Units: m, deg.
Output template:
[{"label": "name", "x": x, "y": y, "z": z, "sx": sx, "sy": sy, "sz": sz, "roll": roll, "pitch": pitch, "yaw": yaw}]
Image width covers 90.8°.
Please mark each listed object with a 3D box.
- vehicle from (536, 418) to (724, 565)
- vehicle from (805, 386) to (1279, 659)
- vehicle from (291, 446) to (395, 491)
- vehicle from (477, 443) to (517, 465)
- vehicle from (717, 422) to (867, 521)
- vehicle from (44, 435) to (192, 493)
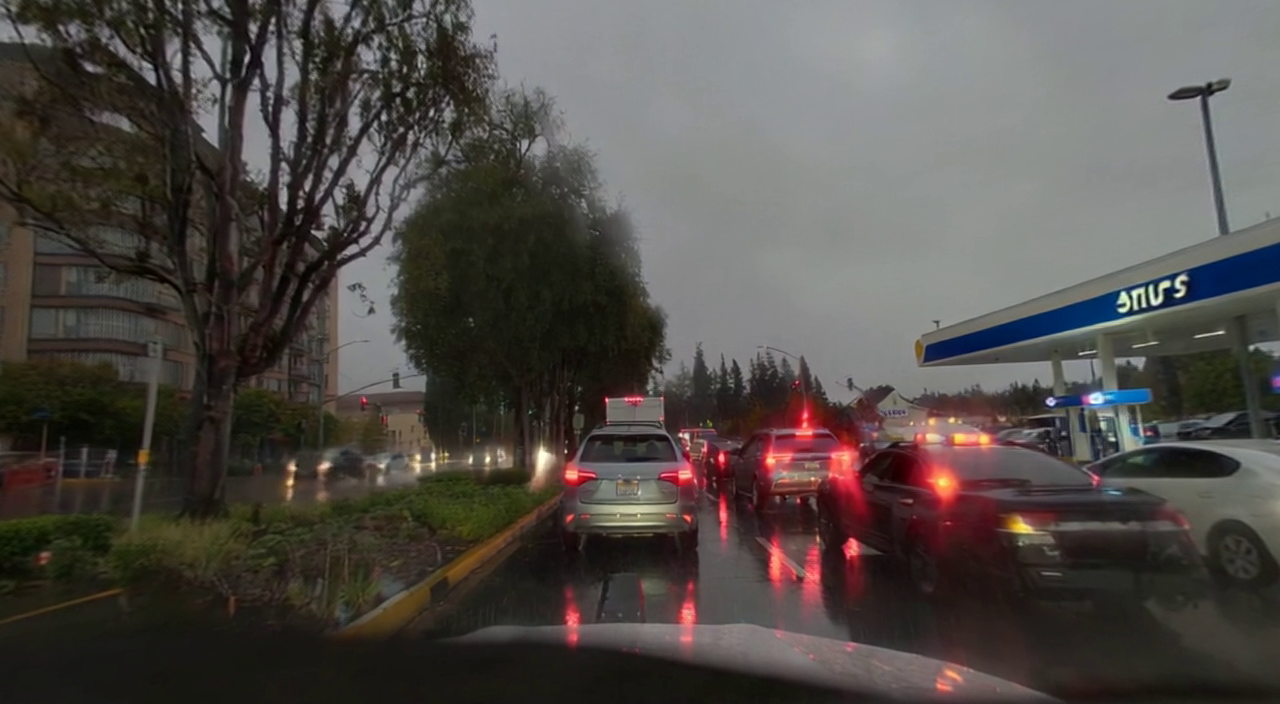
[{"label": "vehicle", "x": -0.161, "y": 1.849, "z": 9.025, "sx": 2.106, "sy": 1.613, "sz": 3.697, "roll": 0, "pitch": -9, "yaw": -1}, {"label": "vehicle", "x": 3.361, "y": 1.397, "z": 6.273, "sx": 2.056, "sy": 1.700, "sz": 4.399, "roll": 0, "pitch": -9, "yaw": -3}, {"label": "vehicle", "x": -11.380, "y": 4.466, "z": 24.599, "sx": 1.955, "sy": 1.546, "sz": 4.232, "roll": 0, "pitch": -9, "yaw": 0}, {"label": "vehicle", "x": -11.158, "y": 7.995, "z": 49.638, "sx": 2.055, "sy": 1.663, "sz": 4.637, "roll": -1, "pitch": -9, "yaw": 1}, {"label": "vehicle", "x": 2.904, "y": 2.389, "z": 13.092, "sx": 1.995, "sy": 1.677, "sz": 4.106, "roll": 0, "pitch": -9, "yaw": -1}, {"label": "vehicle", "x": -26.949, "y": 5.757, "z": 33.051, "sx": 2.571, "sy": 2.711, "sz": 6.027, "roll": 0, "pitch": -9, "yaw": 0}]
